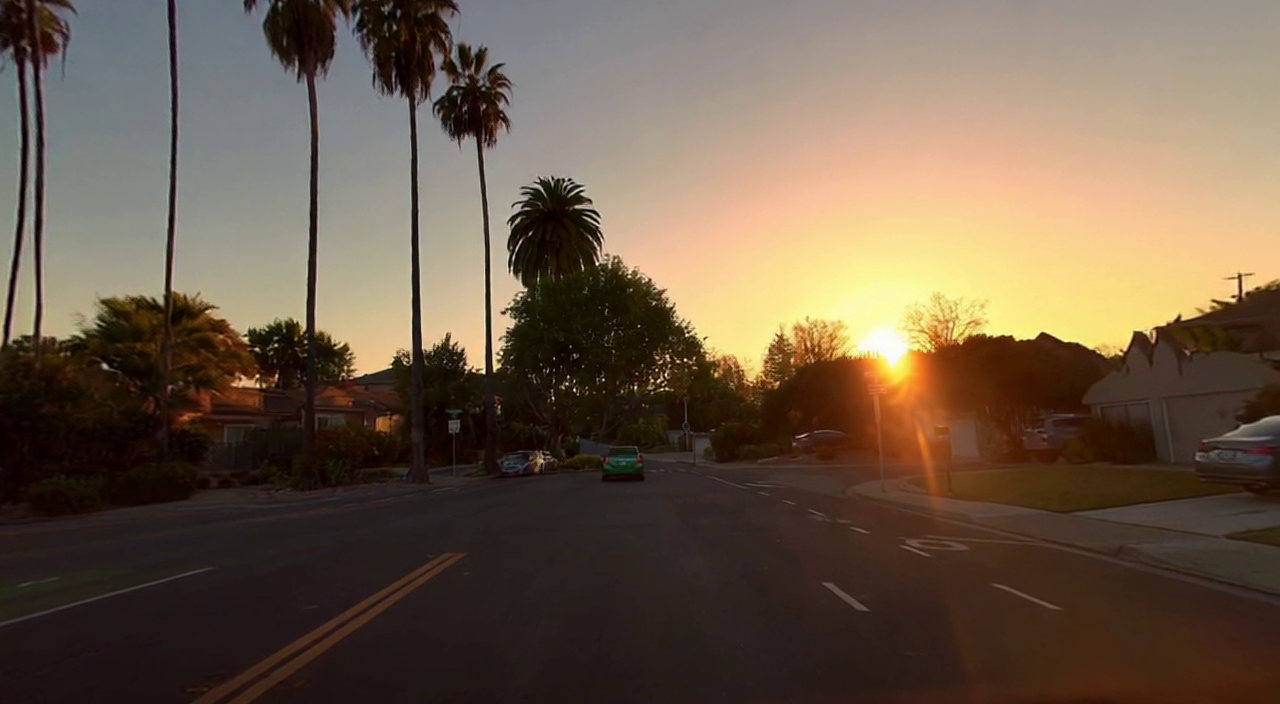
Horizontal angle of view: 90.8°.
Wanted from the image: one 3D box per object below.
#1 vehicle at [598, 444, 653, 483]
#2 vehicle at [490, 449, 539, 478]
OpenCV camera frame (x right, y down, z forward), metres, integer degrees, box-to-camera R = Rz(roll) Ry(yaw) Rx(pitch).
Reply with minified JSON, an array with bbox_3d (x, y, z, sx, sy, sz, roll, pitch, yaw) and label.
[{"bbox_3d":[-0.578,4.587,26.336,2.098,1.483,4.099,0,-9,0],"label":"vehicle"},{"bbox_3d":[-7.915,7.026,40.197,2.069,1.441,4.368,-3,-7,1],"label":"vehicle"}]
